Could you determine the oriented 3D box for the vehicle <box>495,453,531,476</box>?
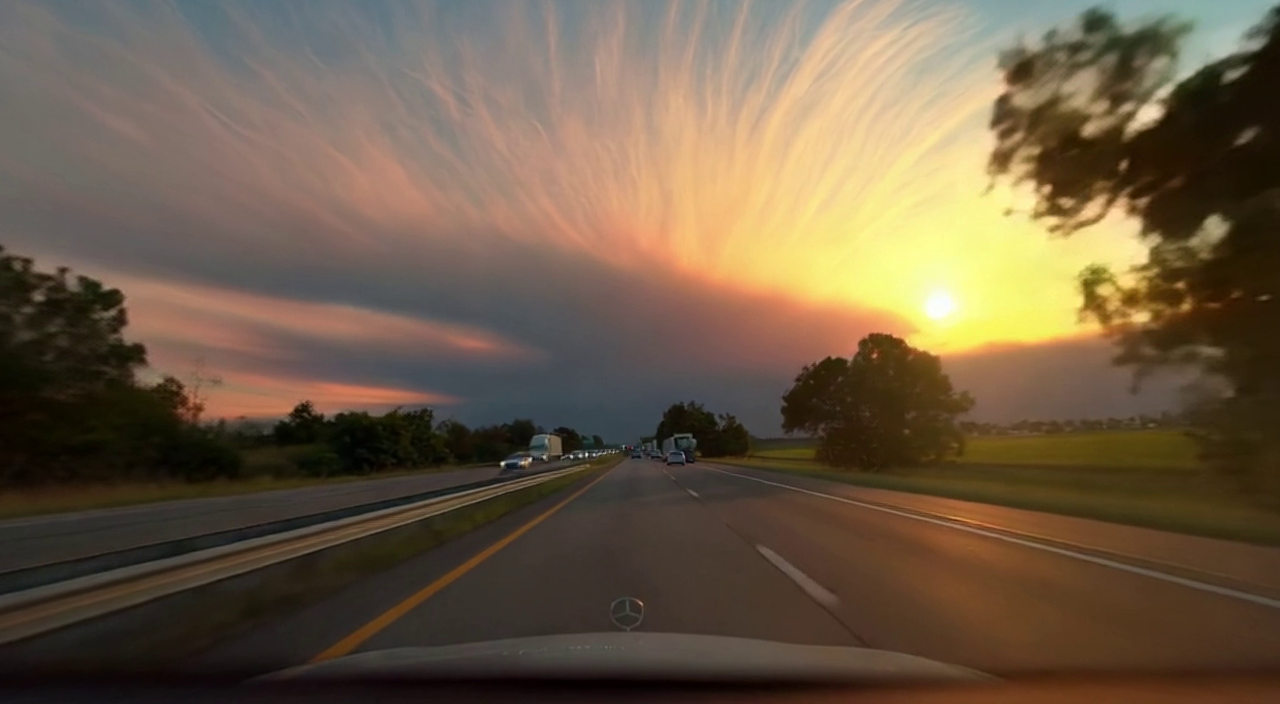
[{"bbox_3d":[-8.959,7.942,44.687,1.848,1.478,3.697,0,-9,0],"label":"vehicle"}]
